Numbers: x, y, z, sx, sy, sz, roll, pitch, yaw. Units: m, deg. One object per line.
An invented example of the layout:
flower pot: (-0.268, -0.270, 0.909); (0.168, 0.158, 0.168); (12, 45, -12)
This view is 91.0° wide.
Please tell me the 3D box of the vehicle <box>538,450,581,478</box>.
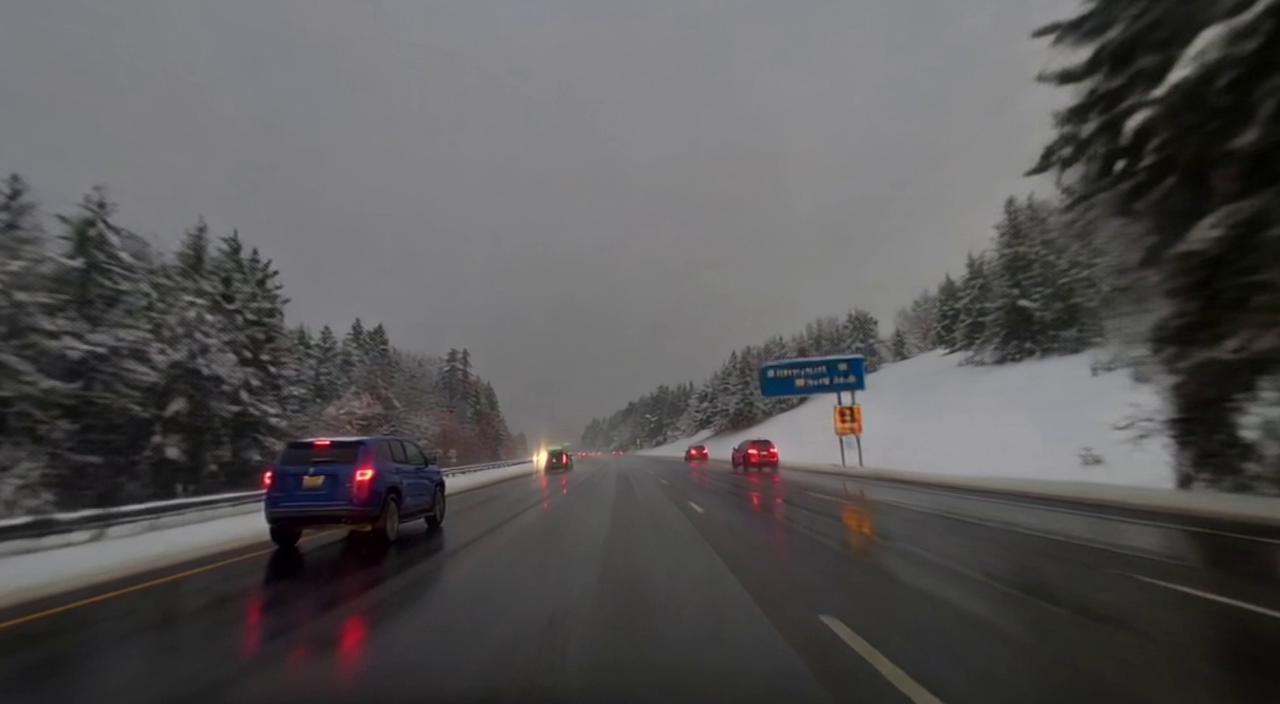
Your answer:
vehicle: (-4.510, 6.337, 35.949); (2.009, 1.488, 4.289); (0, -9, -2)

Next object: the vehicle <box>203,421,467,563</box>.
vehicle: (-4.414, 2.089, 10.078); (2.079, 1.745, 4.281); (0, -9, -1)

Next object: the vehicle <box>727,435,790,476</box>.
vehicle: (6.526, 5.798, 35.488); (2.378, 2.096, 5.119); (0, -9, -2)
